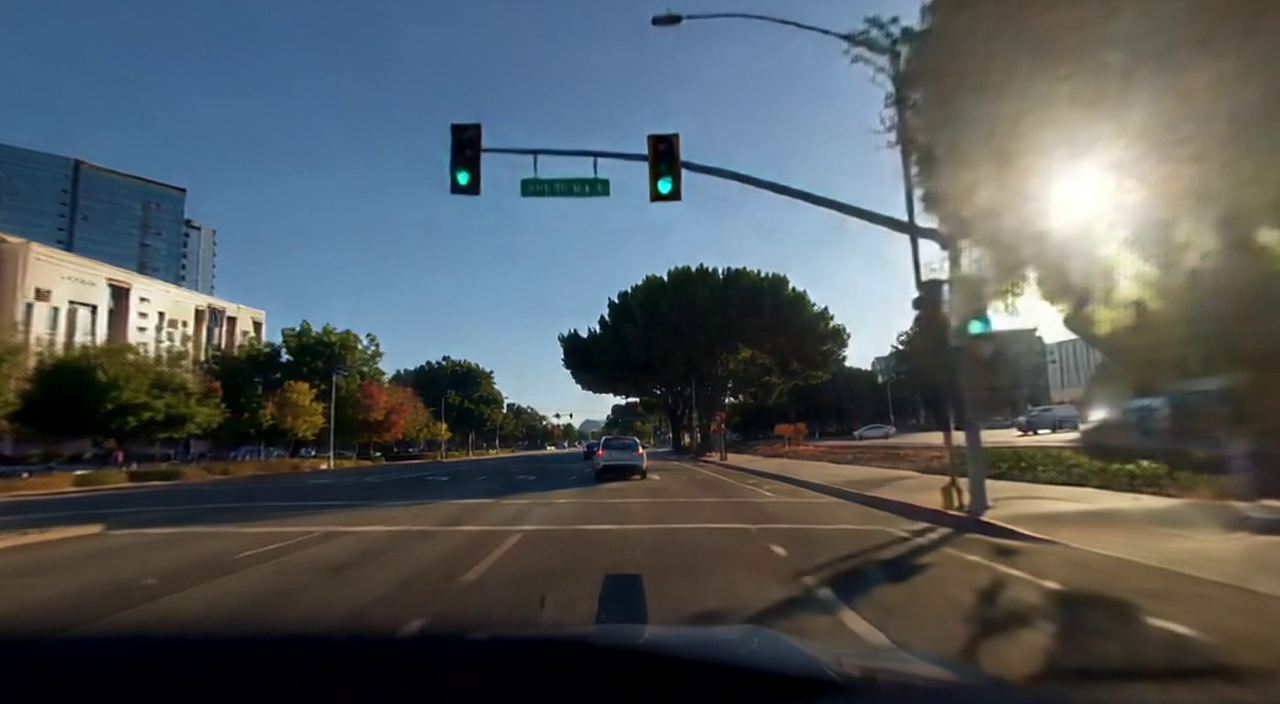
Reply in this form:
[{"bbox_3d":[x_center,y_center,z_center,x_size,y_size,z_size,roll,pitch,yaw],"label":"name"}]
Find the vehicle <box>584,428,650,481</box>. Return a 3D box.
[{"bbox_3d":[-0.793,3.662,22.760,2.130,1.711,4.038,0,-9,-1],"label":"vehicle"}]
